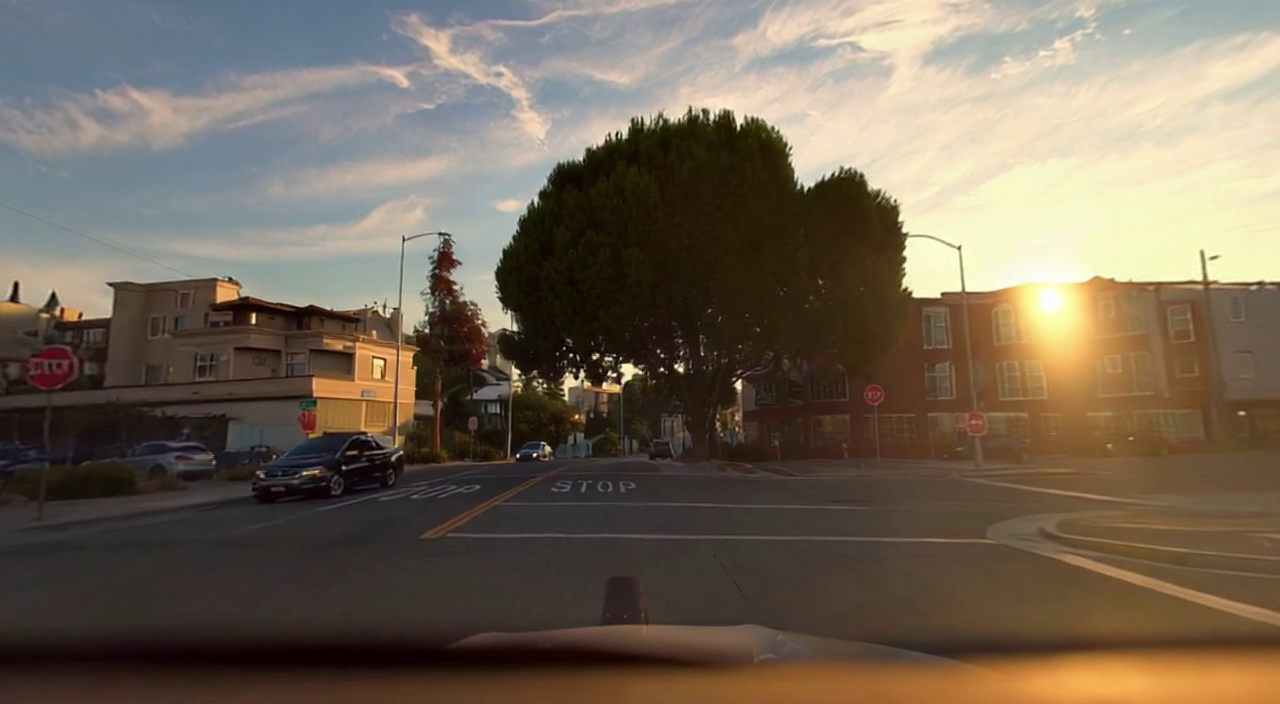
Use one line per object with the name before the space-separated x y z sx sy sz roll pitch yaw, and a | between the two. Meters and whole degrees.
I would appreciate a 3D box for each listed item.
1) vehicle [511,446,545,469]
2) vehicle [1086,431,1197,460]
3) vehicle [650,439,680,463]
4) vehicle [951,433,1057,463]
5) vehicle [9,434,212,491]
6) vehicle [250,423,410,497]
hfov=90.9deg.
vehicle | -8.492 7.985 47.921 1.904 1.475 3.784 0 -5 0
vehicle | 26.973 5.013 33.994 4.323 1.507 1.896 0 -7 -1
vehicle | 1.721 6.973 44.657 1.851 1.471 4.372 0 -7 -1
vehicle | 19.495 5.130 33.910 4.528 1.458 1.939 0 -6 -2
vehicle | -16.892 3.455 20.350 2.010 1.583 4.582 -6 -9 37
vehicle | -7.928 2.823 16.794 2.156 1.620 4.945 0 -9 -6
